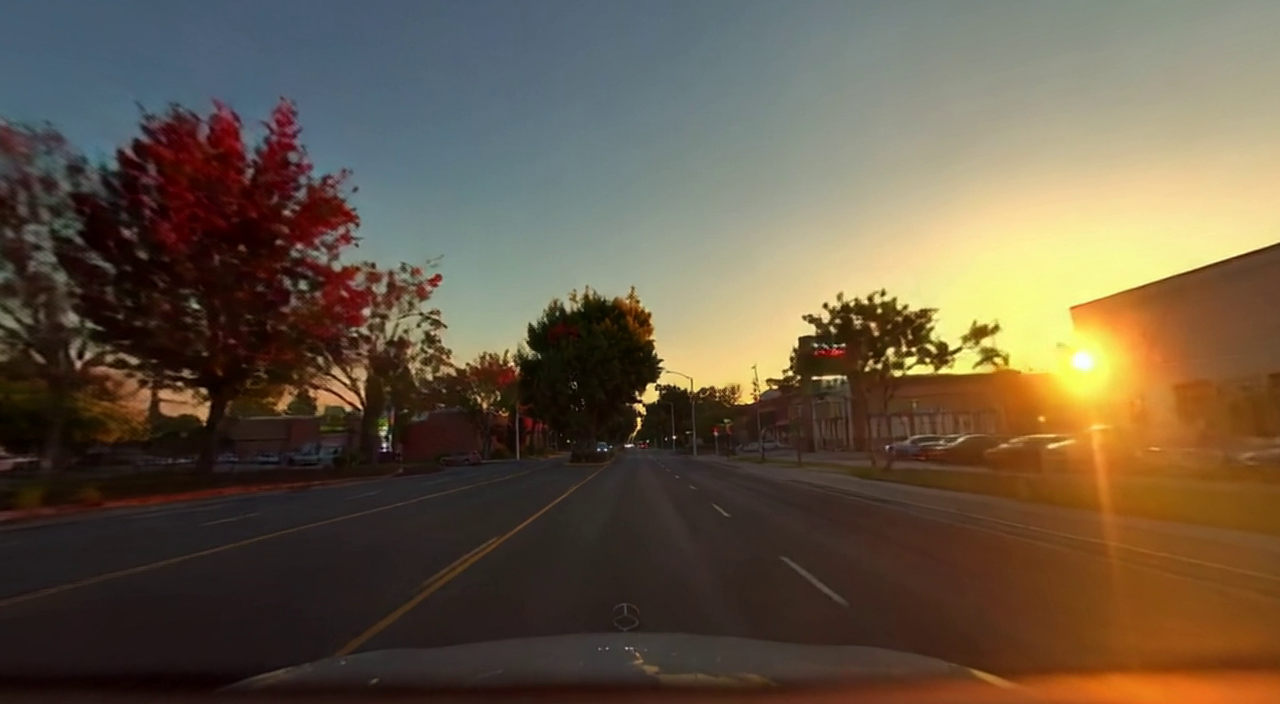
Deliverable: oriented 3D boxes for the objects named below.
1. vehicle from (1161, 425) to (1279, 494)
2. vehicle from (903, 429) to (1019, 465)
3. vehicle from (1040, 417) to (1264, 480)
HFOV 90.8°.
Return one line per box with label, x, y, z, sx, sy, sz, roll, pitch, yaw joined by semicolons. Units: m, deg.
vehicle;15.971;2.588;15.358;4.544;1.541;2.292;0;-8;1
vehicle;16.060;4.773;31.823;4.656;1.748;2.059;0;-8;1
vehicle;15.863;3.030;19.881;4.894;1.824;2.309;-1;-8;3
